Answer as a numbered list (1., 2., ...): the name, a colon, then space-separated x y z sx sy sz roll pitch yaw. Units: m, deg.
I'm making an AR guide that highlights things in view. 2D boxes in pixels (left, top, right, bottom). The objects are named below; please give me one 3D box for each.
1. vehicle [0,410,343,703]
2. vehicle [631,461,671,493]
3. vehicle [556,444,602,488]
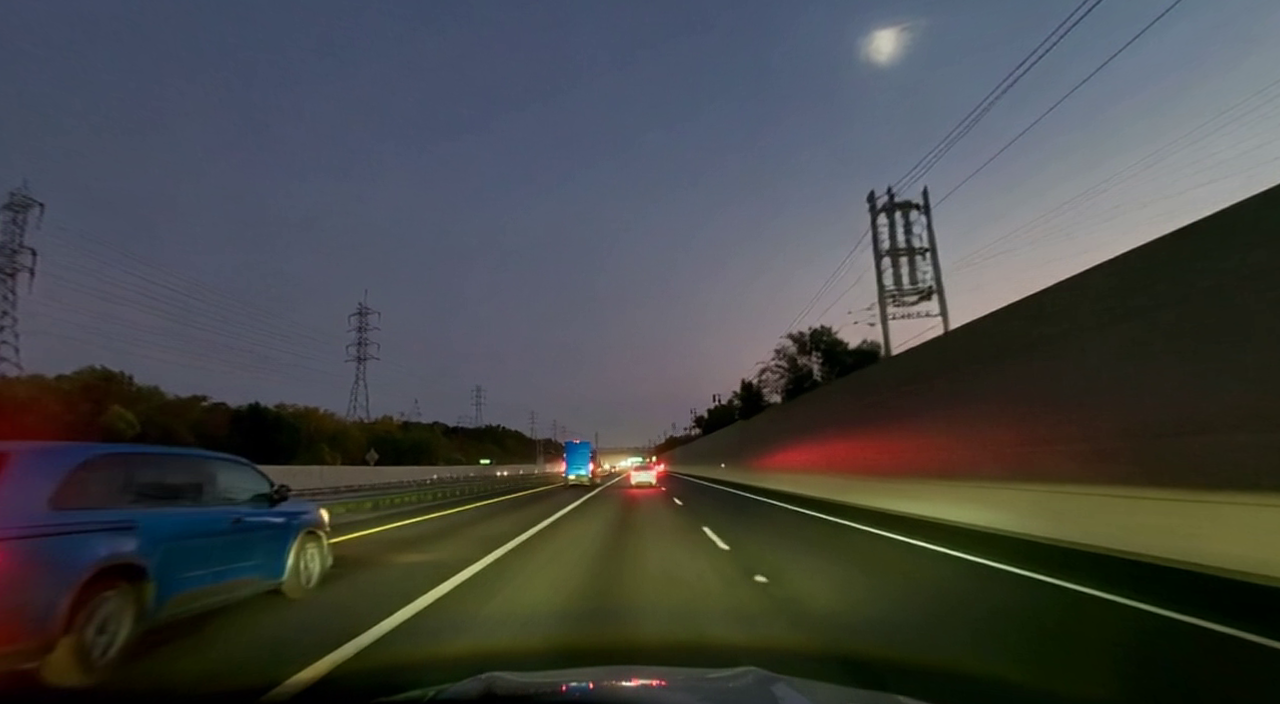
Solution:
1. vehicle: -4.366 1.336 4.698 2.023 1.541 4.543 1 -10 1
2. vehicle: 0.520 6.671 33.690 2.006 1.554 3.863 1 -10 -1
3. vehicle: -3.902 7.548 41.713 2.394 2.609 6.875 1 -10 0
